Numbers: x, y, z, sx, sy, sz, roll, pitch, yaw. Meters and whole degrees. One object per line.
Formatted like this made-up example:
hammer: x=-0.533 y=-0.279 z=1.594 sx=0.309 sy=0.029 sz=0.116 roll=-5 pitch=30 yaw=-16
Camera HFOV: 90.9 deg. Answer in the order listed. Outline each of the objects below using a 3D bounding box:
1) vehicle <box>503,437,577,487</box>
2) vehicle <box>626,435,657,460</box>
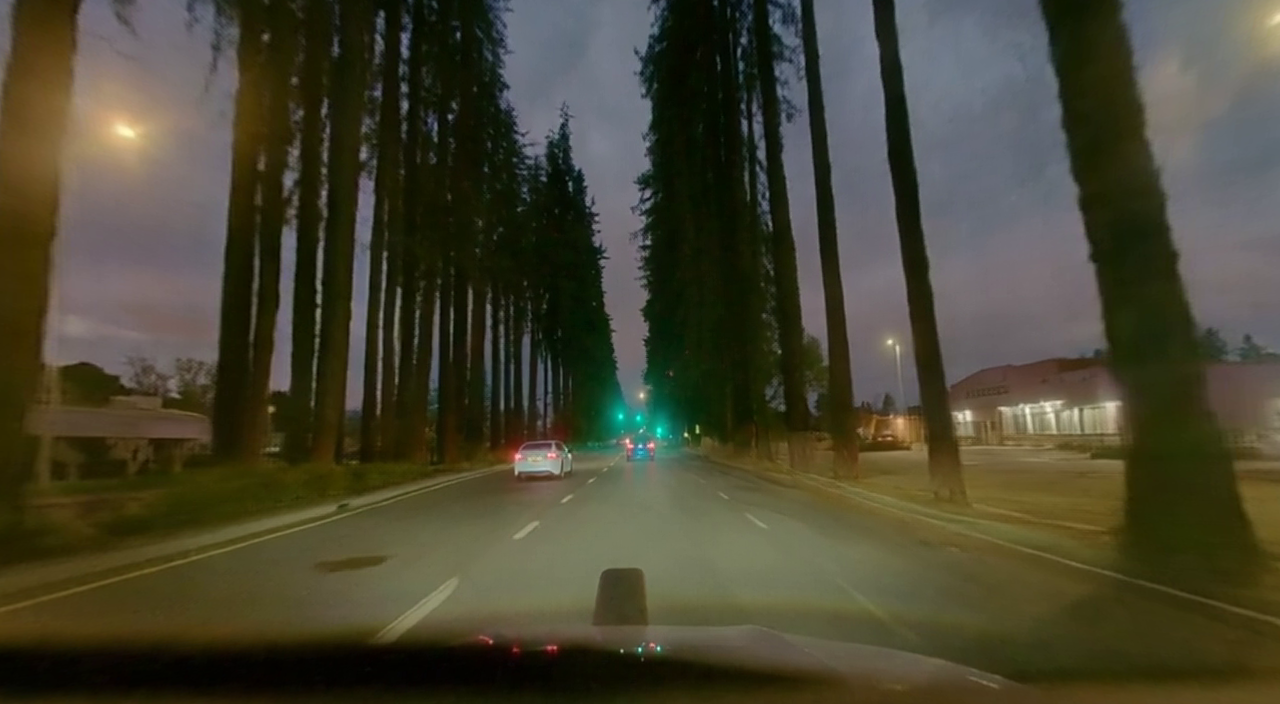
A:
vehicle: x=-3.562 y=4.012 z=23.305 sx=1.914 sy=1.630 sz=4.351 roll=0 pitch=-8 yaw=1
vehicle: x=0.110 y=7.032 z=46.479 sx=2.213 sy=1.778 sz=4.107 roll=0 pitch=-8 yaw=0
